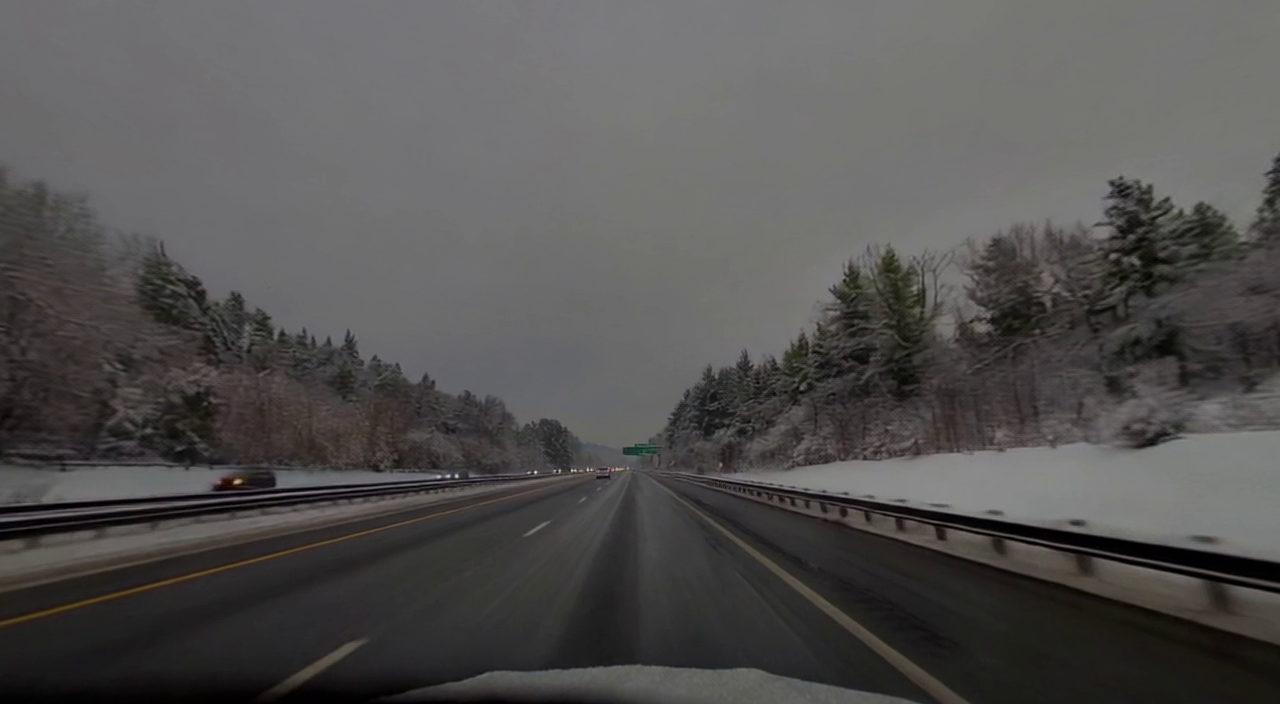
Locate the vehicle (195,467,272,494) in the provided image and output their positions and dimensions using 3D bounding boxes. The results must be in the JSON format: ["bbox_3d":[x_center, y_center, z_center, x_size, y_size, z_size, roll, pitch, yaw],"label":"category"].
[{"bbox_3d":[-23.871,7.531,37.145,1.763,1.441,4.230,1,-11,-2],"label":"vehicle"}]
